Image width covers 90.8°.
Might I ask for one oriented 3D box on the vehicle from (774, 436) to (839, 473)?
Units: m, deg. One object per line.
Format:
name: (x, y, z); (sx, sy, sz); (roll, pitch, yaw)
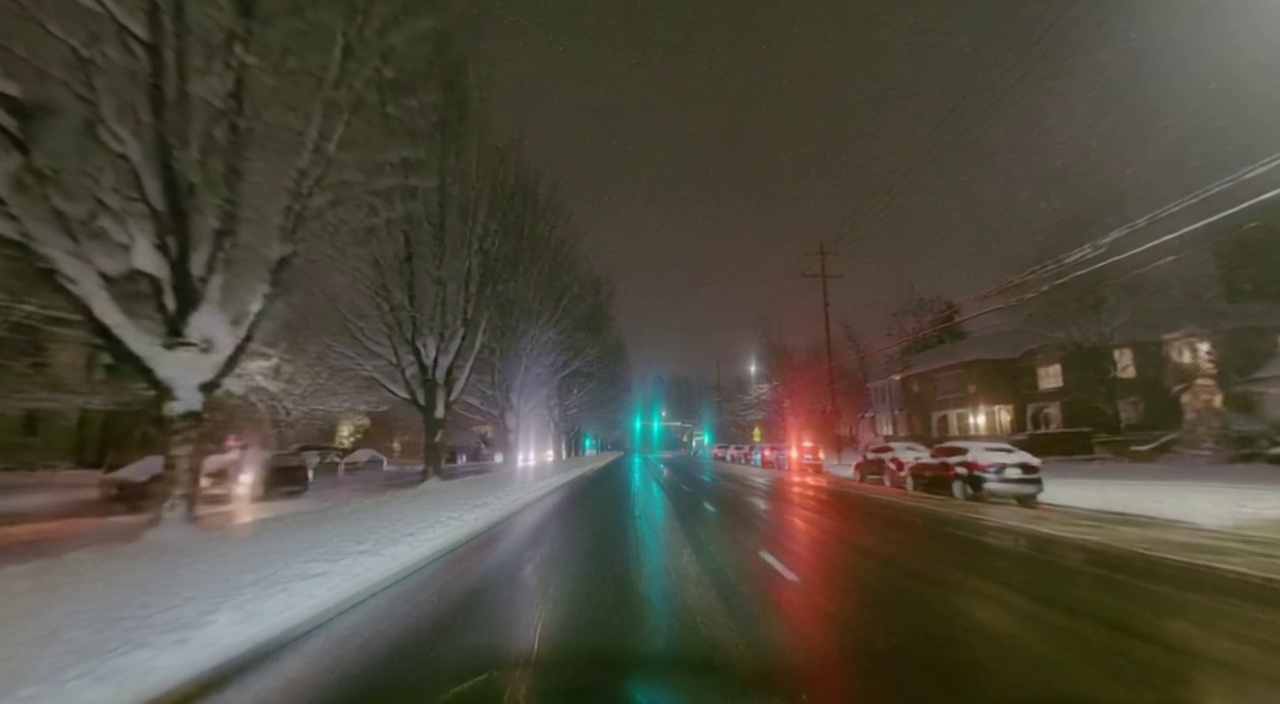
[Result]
vehicle: (9.664, 6.011, 37.304); (2.209, 1.982, 5.787); (-1, -8, 0)

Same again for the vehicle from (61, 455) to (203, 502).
vehicle: (-18.322, 4.537, 23.078); (1.702, 1.452, 4.161); (-1, -8, 0)

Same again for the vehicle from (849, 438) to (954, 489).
vehicle: (9.624, 4.118, 23.655); (1.949, 1.698, 4.351); (0, -8, -1)

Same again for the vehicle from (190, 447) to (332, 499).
vehicle: (-12.206, 3.867, 20.755); (1.874, 1.475, 4.453); (-1, -8, 0)

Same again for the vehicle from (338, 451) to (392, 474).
vehicle: (-18.598, 7.493, 42.939); (1.732, 1.460, 3.932); (-1, -9, 3)

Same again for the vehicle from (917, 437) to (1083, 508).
vehicle: (9.724, 3.262, 17.603); (1.885, 1.685, 4.430); (0, -8, -2)
